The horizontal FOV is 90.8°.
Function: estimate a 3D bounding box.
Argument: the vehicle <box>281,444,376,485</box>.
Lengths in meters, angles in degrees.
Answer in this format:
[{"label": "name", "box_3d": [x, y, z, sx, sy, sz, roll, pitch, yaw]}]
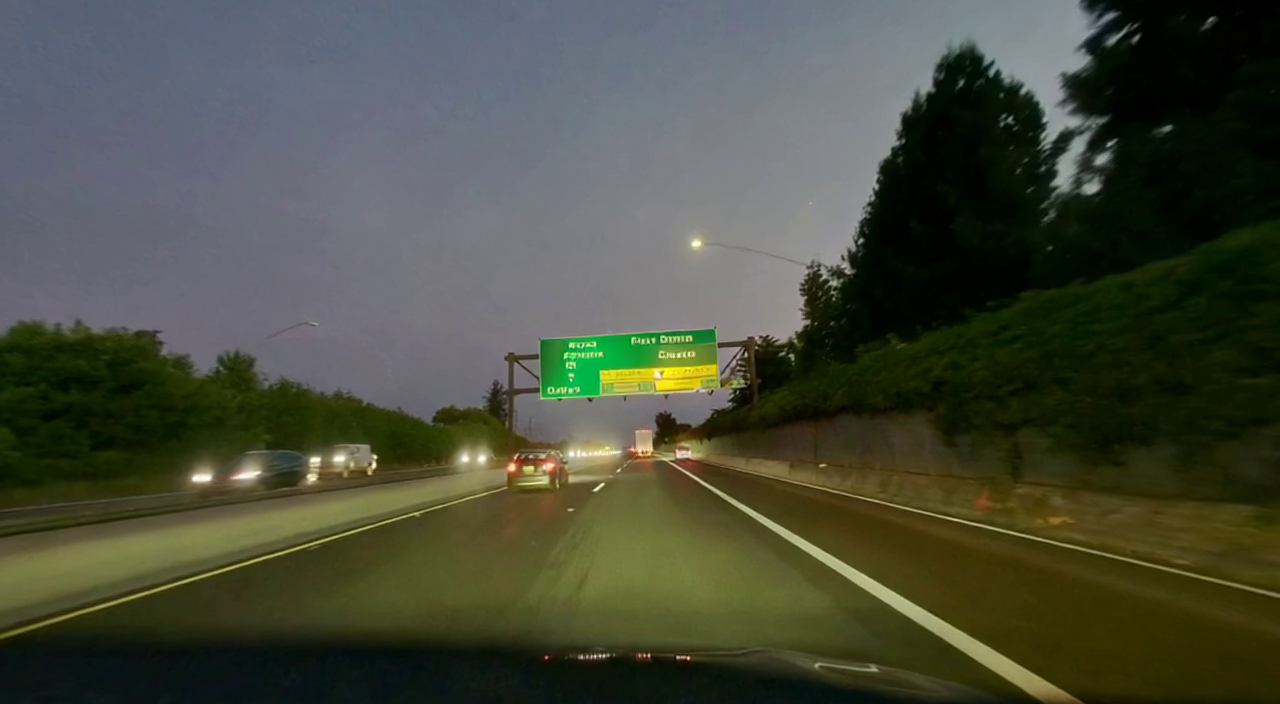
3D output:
[{"label": "vehicle", "box_3d": [-16.772, 6.058, 34.379, 2.248, 2.059, 5.585, 0, -9, 1]}]

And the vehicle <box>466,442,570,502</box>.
[{"label": "vehicle", "box_3d": [-3.332, 3.377, 18.180, 2.020, 1.475, 4.434, 0, -9, 1]}]

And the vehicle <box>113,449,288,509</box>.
[{"label": "vehicle", "box_3d": [-12.448, 3.580, 18.303, 1.885, 1.494, 4.325, 0, -9, 1]}]
